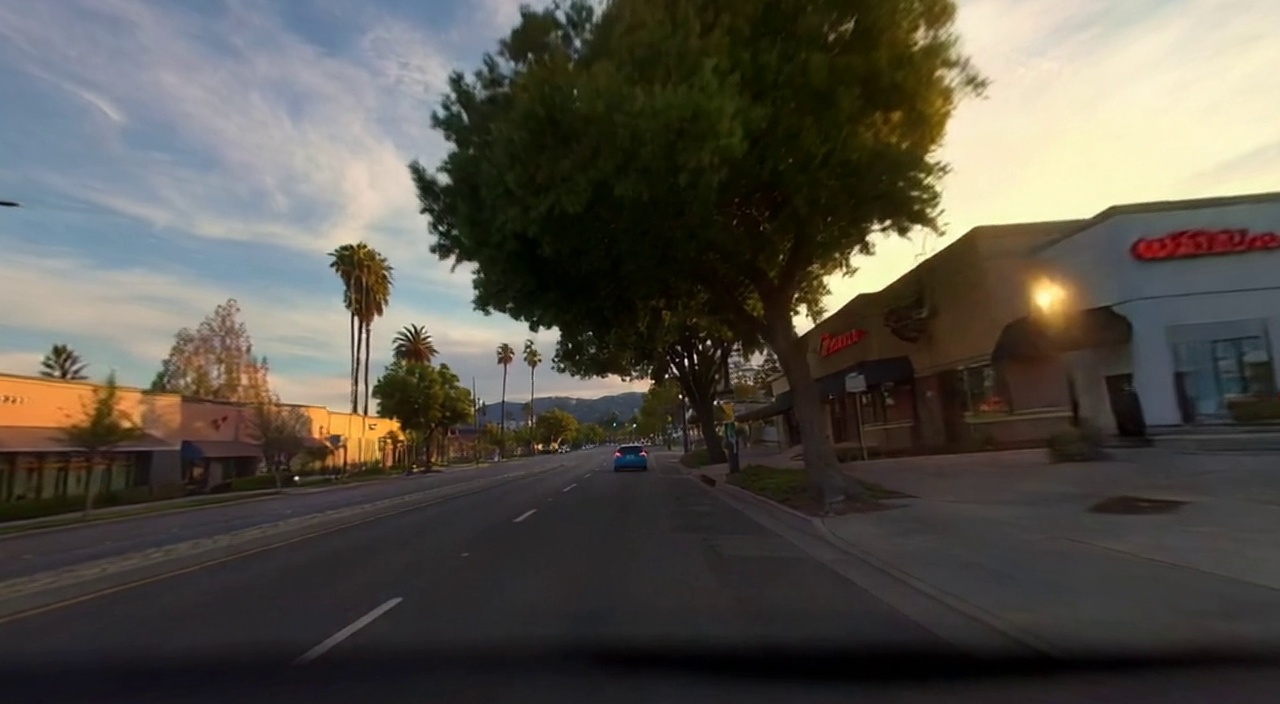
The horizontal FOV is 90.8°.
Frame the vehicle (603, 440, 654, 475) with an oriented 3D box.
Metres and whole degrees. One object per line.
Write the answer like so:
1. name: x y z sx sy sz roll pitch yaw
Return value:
1. vehicle: -0.505 4.863 29.337 2.156 1.462 4.495 0 -8 0
